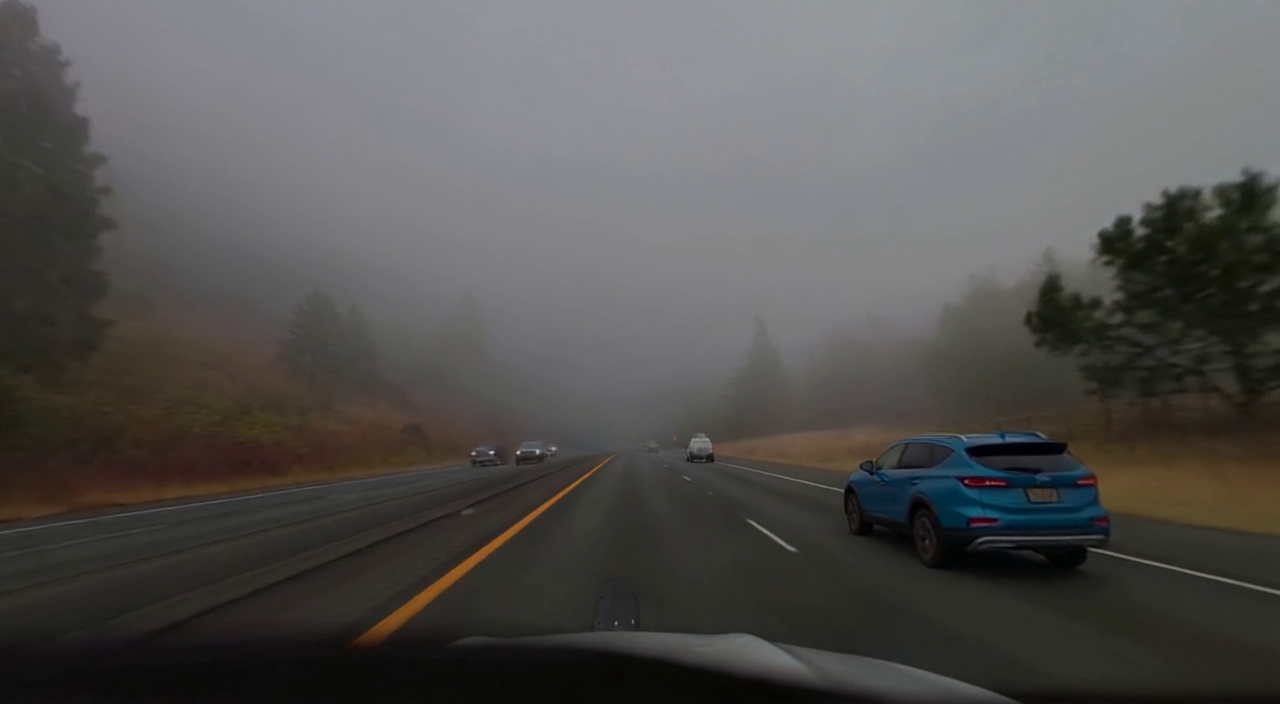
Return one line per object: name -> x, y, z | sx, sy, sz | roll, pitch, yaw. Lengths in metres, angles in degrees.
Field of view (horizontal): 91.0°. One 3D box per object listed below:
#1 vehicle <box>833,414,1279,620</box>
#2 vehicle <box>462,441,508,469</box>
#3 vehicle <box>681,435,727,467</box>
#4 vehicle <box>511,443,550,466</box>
vehicle -> 3.823, 1.524, 6.857 | 1.999, 1.501, 4.221 | 0, -8, -1
vehicle -> -11.811, 7.875, 48.253 | 2.223, 1.985, 5.103 | -1, -8, 0
vehicle -> 3.500, 5.530, 35.317 | 2.043, 1.673, 4.016 | 0, -8, -2
vehicle -> -7.743, 7.302, 45.018 | 1.993, 1.508, 4.492 | -1, -8, 0
